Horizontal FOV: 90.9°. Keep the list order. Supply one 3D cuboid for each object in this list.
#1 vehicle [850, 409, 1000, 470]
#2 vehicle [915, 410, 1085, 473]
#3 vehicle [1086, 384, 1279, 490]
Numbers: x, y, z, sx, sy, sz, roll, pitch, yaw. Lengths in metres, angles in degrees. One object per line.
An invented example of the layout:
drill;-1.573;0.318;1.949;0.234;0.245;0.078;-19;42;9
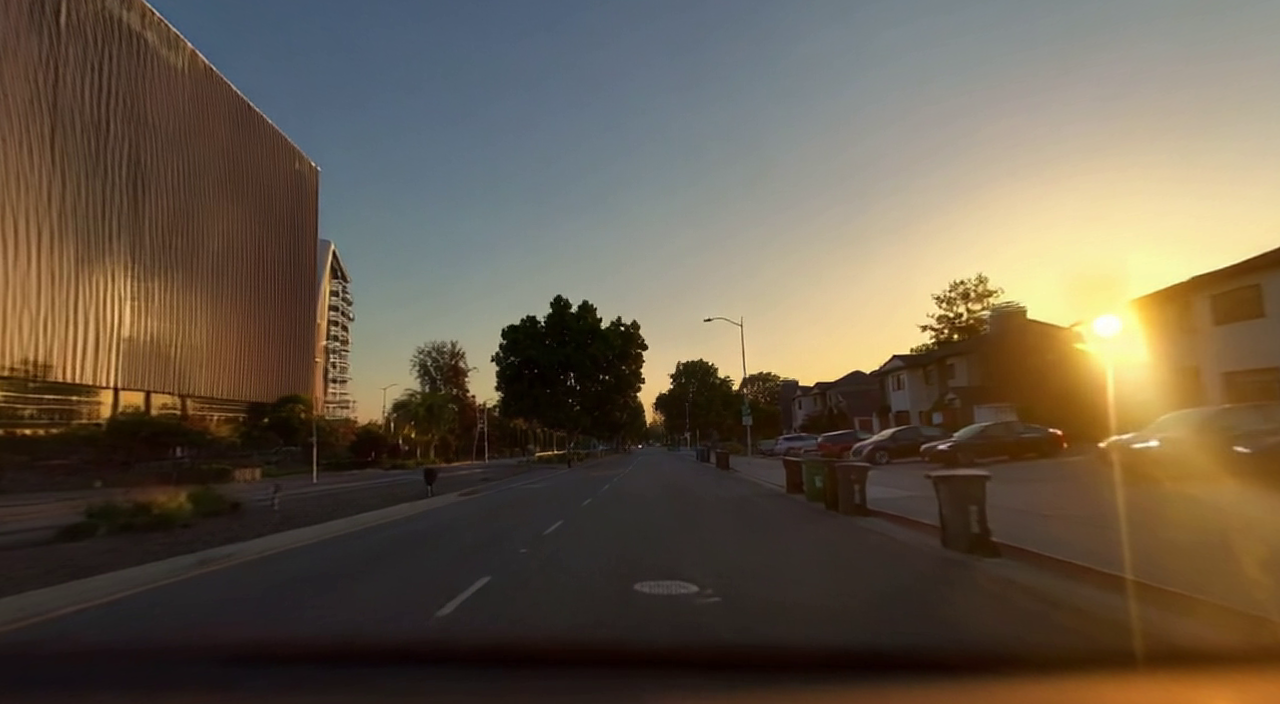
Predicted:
vehicle;12.258;3.819;27.389;5.330;1.917;2.001;-7;-9;1
vehicle;12.255;3.092;21.709;4.478;1.578;1.944;-7;-9;2
vehicle;12.265;1.641;12.943;4.572;1.744;1.956;-6;-8;-2
